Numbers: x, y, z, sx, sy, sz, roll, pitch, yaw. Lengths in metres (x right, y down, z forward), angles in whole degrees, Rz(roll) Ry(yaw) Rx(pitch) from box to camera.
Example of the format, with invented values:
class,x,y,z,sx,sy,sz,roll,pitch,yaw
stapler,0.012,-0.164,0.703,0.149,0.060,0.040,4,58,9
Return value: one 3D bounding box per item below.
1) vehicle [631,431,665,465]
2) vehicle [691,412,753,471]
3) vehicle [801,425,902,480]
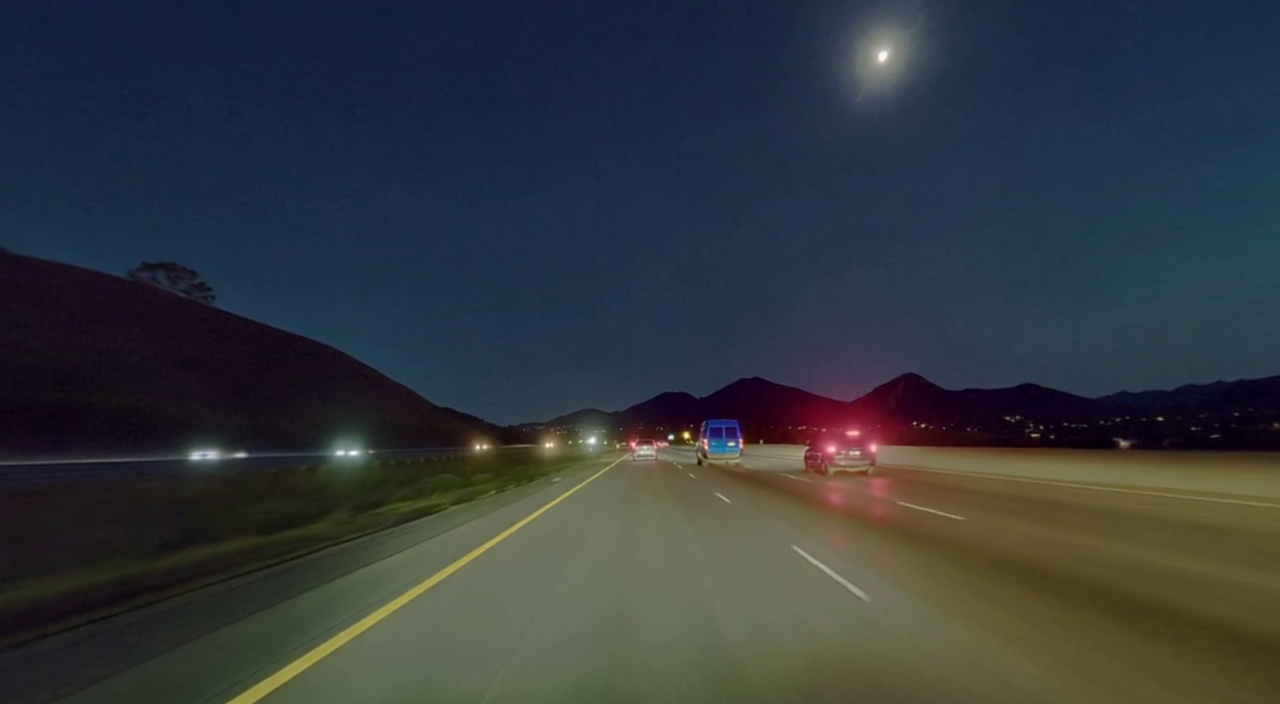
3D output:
class,x,y,z,sx,sy,sz,roll,pitch,yaw
vehicle,0.523,6.432,42.202,2.131,2.122,4.473,0,-8,0
vehicle,4.007,4.562,31.947,2.302,2.670,6.176,0,-8,0
vehicle,8.054,3.886,24.659,2.240,1.925,4.854,0,-8,0
